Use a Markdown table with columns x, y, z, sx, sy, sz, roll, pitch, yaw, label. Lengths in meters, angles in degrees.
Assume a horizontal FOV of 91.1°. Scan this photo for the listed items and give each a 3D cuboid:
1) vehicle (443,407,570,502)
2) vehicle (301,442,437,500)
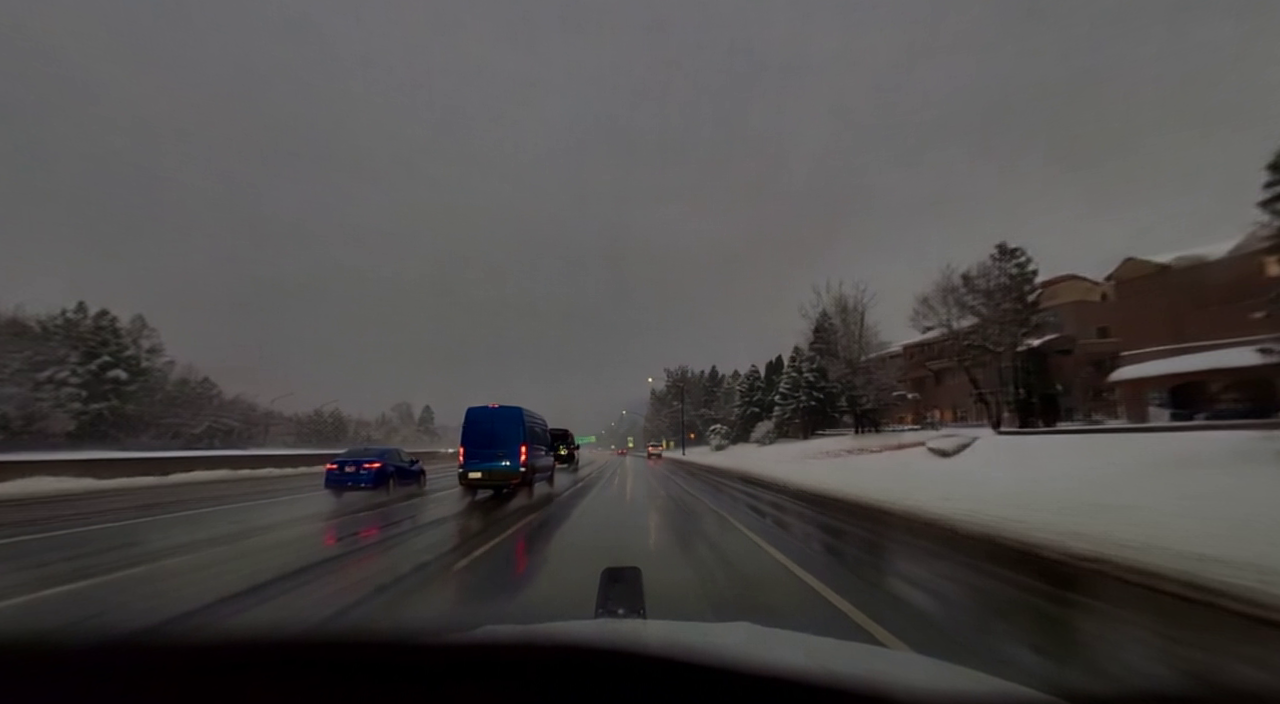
| x | y | z | sx | sy | sz | roll | pitch | yaw | label |
| --- | --- | --- | --- | --- | --- | --- | --- | --- | --- |
| -3.536 | 2.883 | 17.931 | 2.372 | 2.248 | 5.393 | -1 | -9 | 1 | vehicle |
| -7.994 | 3.528 | 19.118 | 1.987 | 1.490 | 4.781 | -1 | -9 | 0 | vehicle |
